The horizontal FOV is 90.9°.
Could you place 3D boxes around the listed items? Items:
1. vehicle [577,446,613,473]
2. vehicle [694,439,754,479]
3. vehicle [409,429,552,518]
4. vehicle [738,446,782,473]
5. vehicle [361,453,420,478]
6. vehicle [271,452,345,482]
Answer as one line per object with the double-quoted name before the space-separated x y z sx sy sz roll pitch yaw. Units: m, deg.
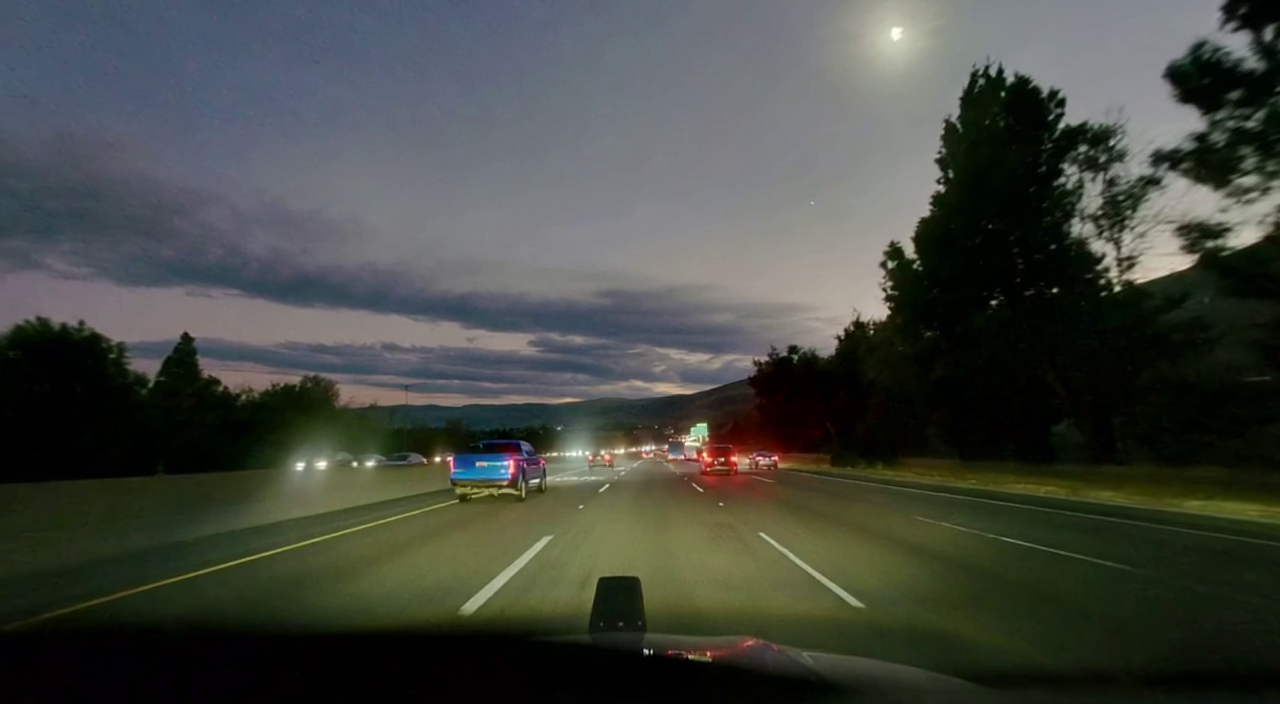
"vehicle" -3.211 7.808 46.070 2.235 1.785 4.386 -1 -8 2
"vehicle" 4.379 5.687 33.978 2.424 1.952 5.611 0 -8 0
"vehicle" -3.763 2.964 16.087 2.227 1.853 5.161 -1 -8 1
"vehicle" 8.046 7.229 42.727 2.104 1.724 4.701 0 -8 0
"vehicle" -16.445 7.465 41.791 1.895 1.478 4.758 -1 -8 1
"vehicle" -20.520 7.092 39.219 1.958 1.686 4.658 -1 -8 1
